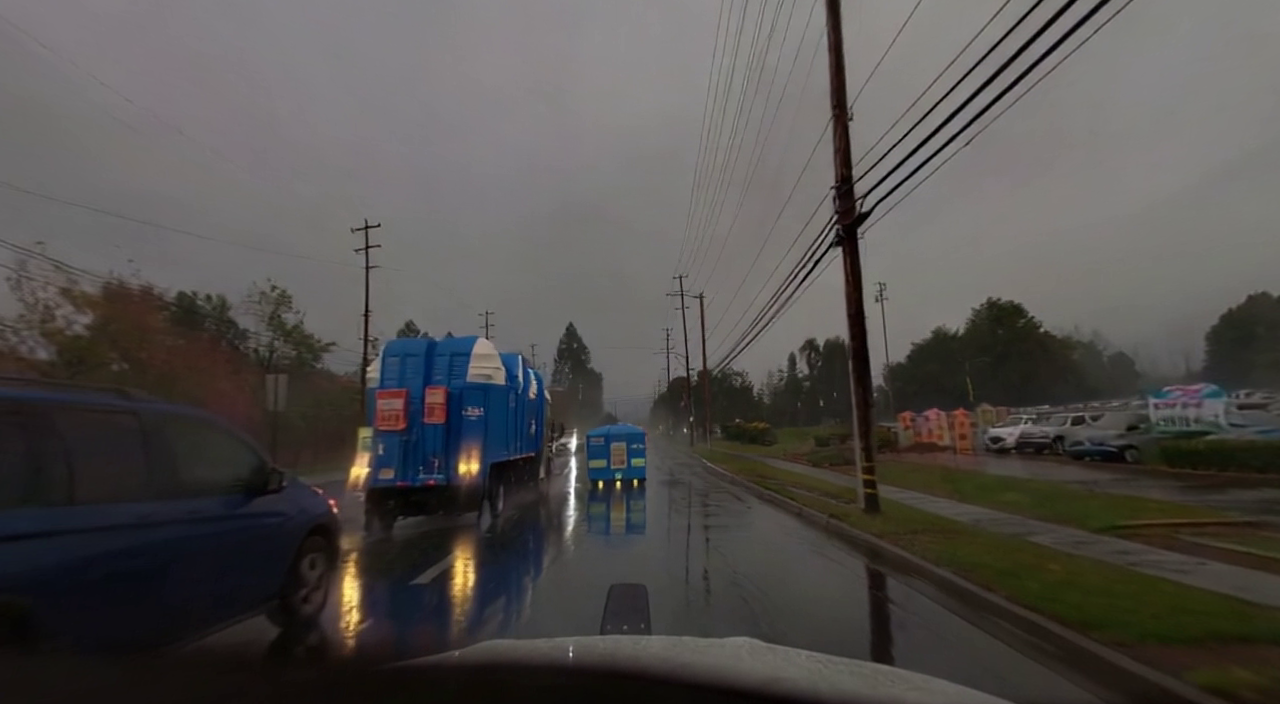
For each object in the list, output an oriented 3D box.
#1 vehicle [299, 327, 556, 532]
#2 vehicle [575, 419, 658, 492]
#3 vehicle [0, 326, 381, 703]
[{"bbox_3d":[-4.067,1.847,14.574,3.120,3.393,7.945,1,-8,0],"label":"vehicle"},{"bbox_3d":[-0.649,2.982,18.369,2.117,1.861,4.095,0,-8,-1],"label":"vehicle"},{"bbox_3d":[-3.492,0.958,3.274,2.187,1.821,4.748,0,-8,1],"label":"vehicle"}]
